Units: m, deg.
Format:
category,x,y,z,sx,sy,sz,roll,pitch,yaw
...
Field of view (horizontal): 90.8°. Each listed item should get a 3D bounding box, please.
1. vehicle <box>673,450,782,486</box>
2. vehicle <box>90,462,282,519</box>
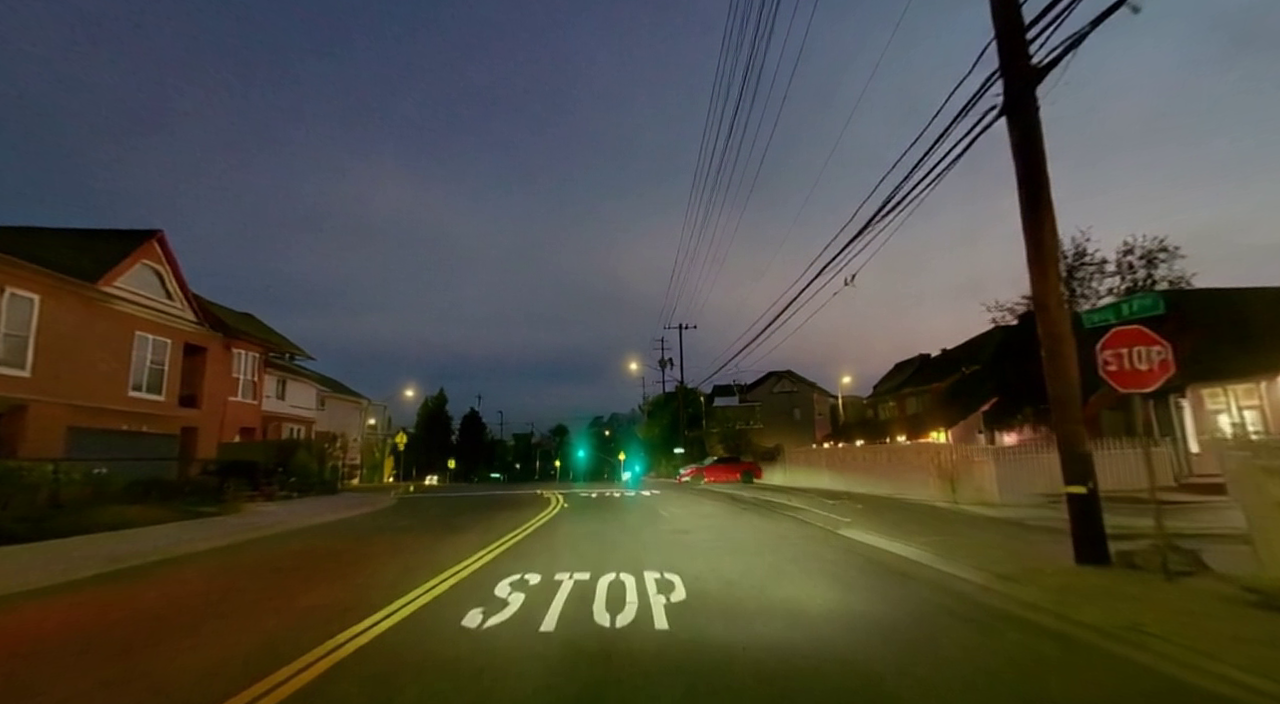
category,x,y,z,sx,sy,sz,roll,pitch,yaw
vehicle,4.883,6.492,35.482,5.578,1.842,2.300,3,-10,-12
vehicle,-13.257,4.048,18.698,4.146,1.535,1.862,0,-9,-3
